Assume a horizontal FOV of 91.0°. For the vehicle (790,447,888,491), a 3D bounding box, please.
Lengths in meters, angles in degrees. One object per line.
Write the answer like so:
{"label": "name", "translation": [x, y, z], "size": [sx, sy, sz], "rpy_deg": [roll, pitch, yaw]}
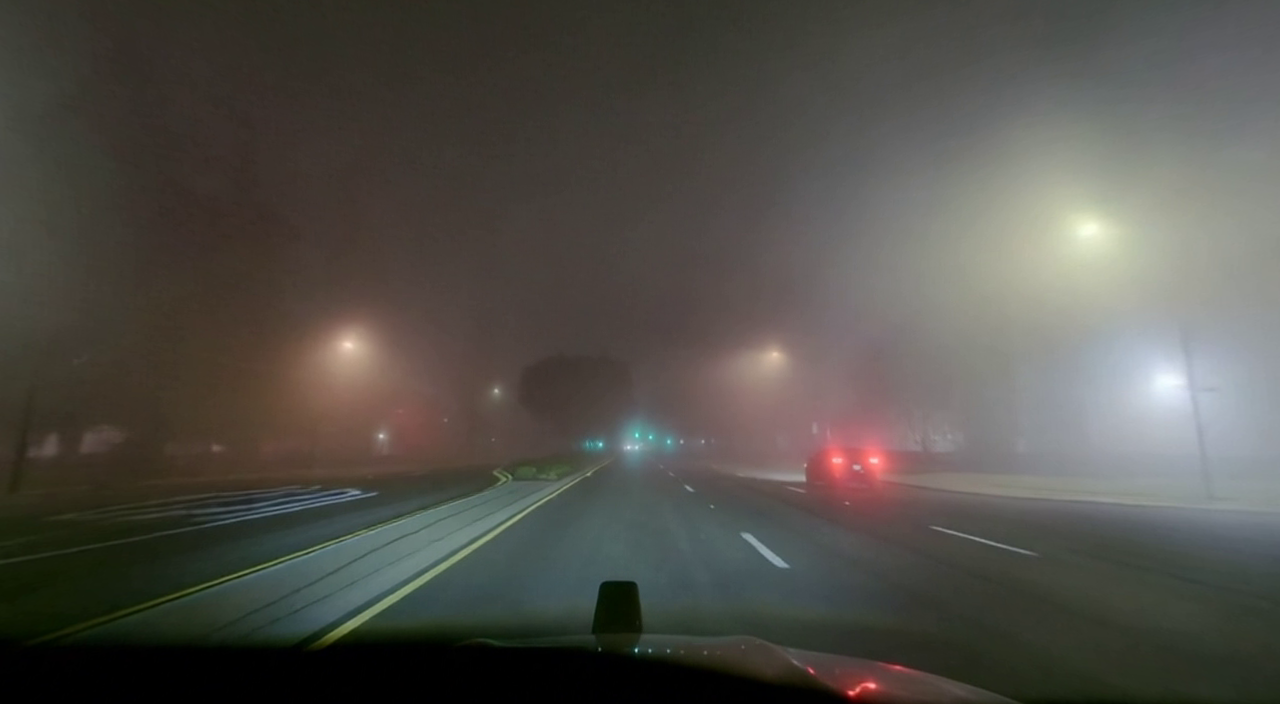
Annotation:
{"label": "vehicle", "translation": [7.102, 4.192, 23.024], "size": [2.054, 1.421, 4.487], "rpy_deg": [0, -8, -1]}
